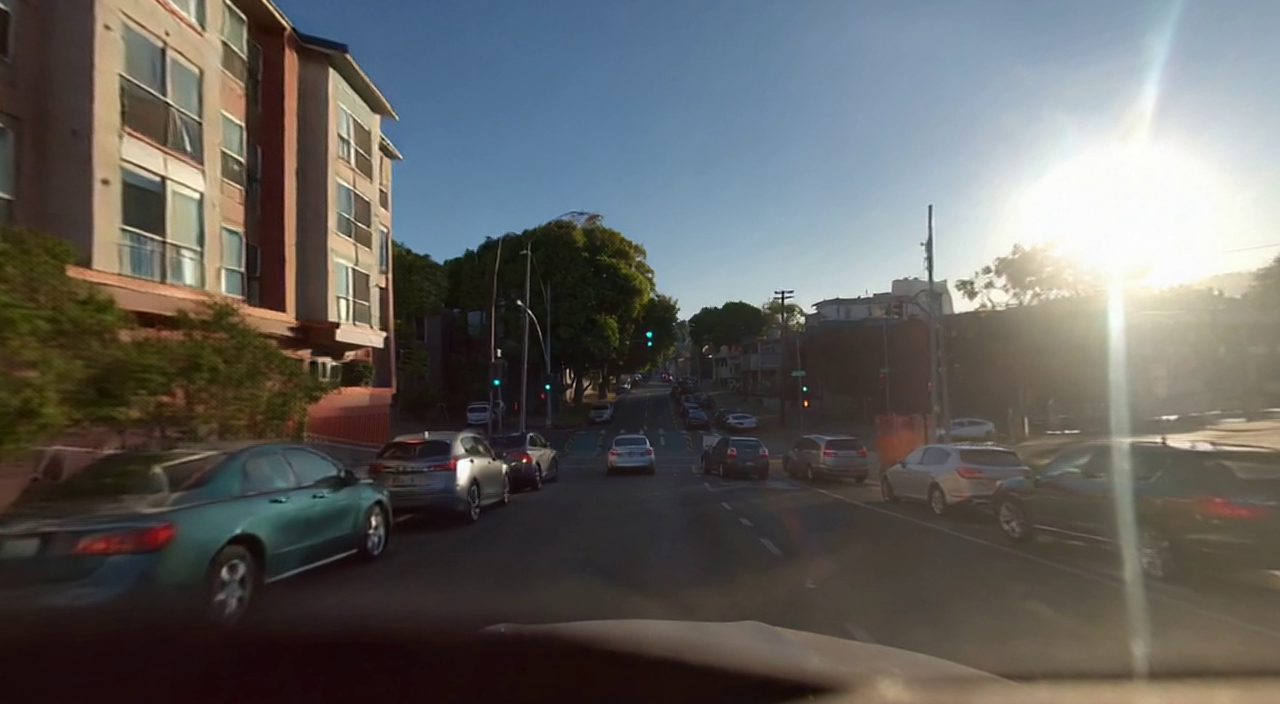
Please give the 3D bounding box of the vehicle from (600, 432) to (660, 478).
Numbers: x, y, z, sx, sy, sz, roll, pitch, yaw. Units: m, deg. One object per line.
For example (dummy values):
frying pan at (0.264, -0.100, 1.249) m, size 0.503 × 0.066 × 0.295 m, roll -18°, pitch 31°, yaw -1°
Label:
vehicle at (-0.282, 3.620, 22.290) m, size 1.923 × 1.460 × 3.923 m, roll 0°, pitch -8°, yaw 1°

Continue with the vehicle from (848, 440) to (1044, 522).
vehicle at (6.188, 2.637, 13.475) m, size 1.962 × 1.438 × 4.440 m, roll 0°, pitch -8°, yaw 0°

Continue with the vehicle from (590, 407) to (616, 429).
vehicle at (-2.830, 5.180, 49.329) m, size 1.878 × 1.521 × 3.697 m, roll 0°, pitch -8°, yaw -1°

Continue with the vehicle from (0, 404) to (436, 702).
vehicle at (-3.492, 1.350, 5.485) m, size 1.869 × 1.491 × 4.458 m, roll 0°, pitch -8°, yaw 1°

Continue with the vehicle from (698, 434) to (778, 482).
vehicle at (3.208, 3.581, 21.645) m, size 2.055 × 1.450 × 4.676 m, roll 0°, pitch -8°, yaw 1°

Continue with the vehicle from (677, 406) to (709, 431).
vehicle at (3.825, 4.895, 46.150) m, size 2.093 × 1.655 × 4.327 m, roll 0°, pitch -8°, yaw 1°

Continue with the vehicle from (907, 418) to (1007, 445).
vehicle at (18.448, 4.662, 36.810) m, size 4.738 × 1.537 × 1.960 m, roll -1°, pitch -8°, yaw 3°

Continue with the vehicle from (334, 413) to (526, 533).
vehicle at (-3.412, 2.063, 11.287) m, size 1.922 × 1.704 × 4.398 m, roll 0°, pitch -8°, yaw 0°

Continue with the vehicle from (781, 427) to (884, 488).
vehicle at (6.176, 3.437, 20.829) m, size 1.999 × 1.752 × 4.502 m, roll 0°, pitch -8°, yaw 1°

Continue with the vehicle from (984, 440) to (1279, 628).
vehicle at (6.089, 1.761, 7.127) m, size 1.938 × 1.487 × 4.371 m, roll 0°, pitch -8°, yaw 0°
